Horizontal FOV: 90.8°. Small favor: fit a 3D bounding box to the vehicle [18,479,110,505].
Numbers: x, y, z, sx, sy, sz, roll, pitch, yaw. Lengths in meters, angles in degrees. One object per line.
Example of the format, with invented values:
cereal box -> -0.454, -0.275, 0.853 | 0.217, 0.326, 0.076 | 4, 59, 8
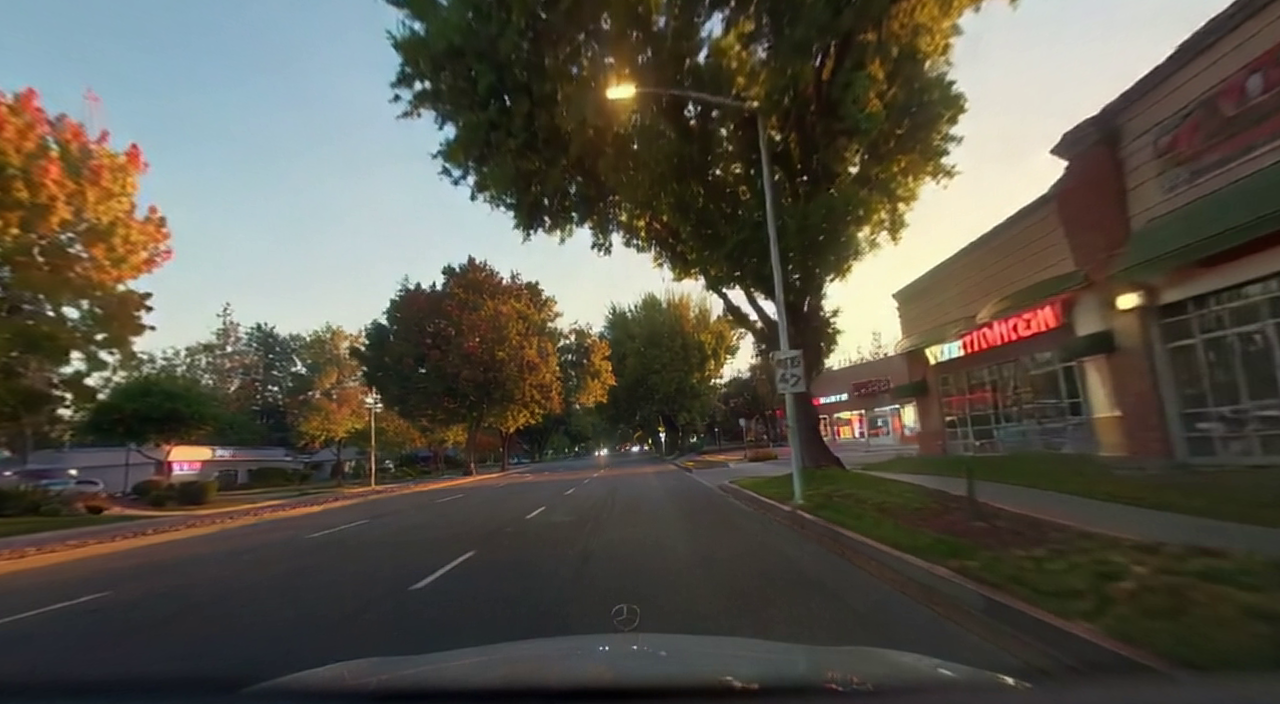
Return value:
vehicle -> -40.546, 9.882, 44.549 | 1.902, 1.627, 4.330 | -12, -17, 38
